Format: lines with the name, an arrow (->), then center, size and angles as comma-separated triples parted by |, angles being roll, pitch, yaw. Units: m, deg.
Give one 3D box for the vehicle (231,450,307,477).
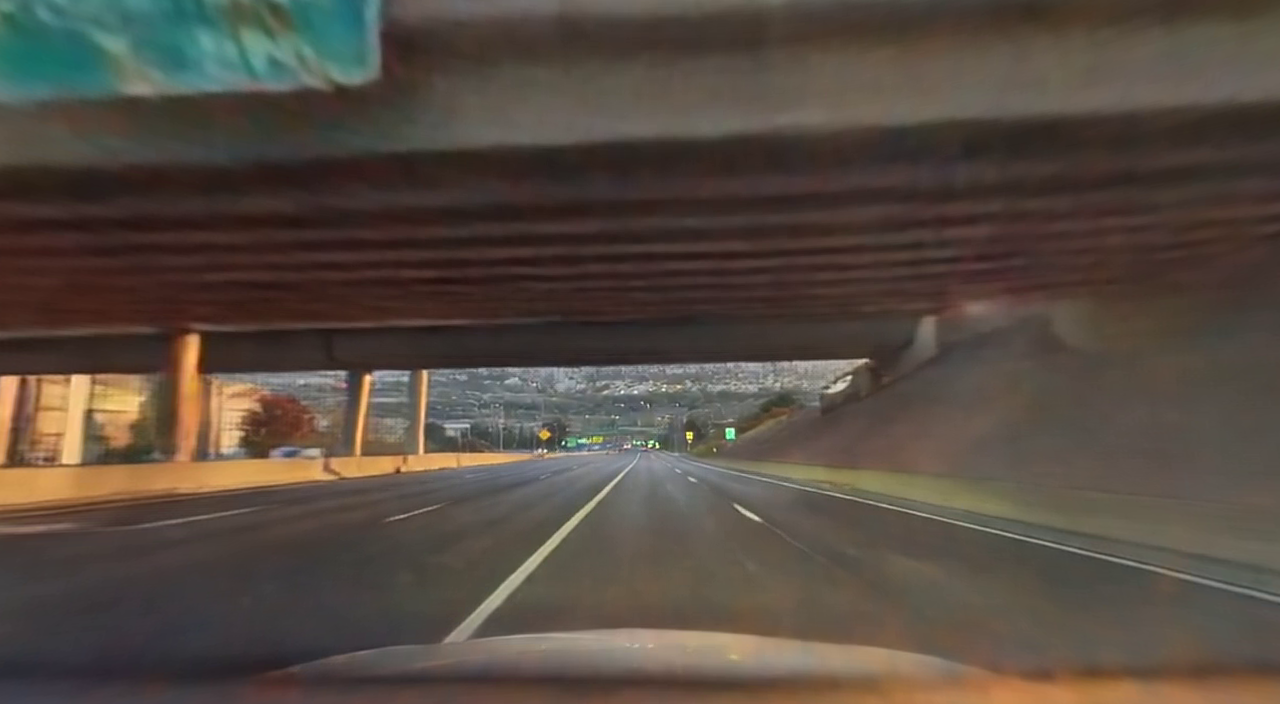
vehicle -> -22.320, 6.701, 38.081 | 1.878, 1.506, 4.380 | -1, -9, 1
